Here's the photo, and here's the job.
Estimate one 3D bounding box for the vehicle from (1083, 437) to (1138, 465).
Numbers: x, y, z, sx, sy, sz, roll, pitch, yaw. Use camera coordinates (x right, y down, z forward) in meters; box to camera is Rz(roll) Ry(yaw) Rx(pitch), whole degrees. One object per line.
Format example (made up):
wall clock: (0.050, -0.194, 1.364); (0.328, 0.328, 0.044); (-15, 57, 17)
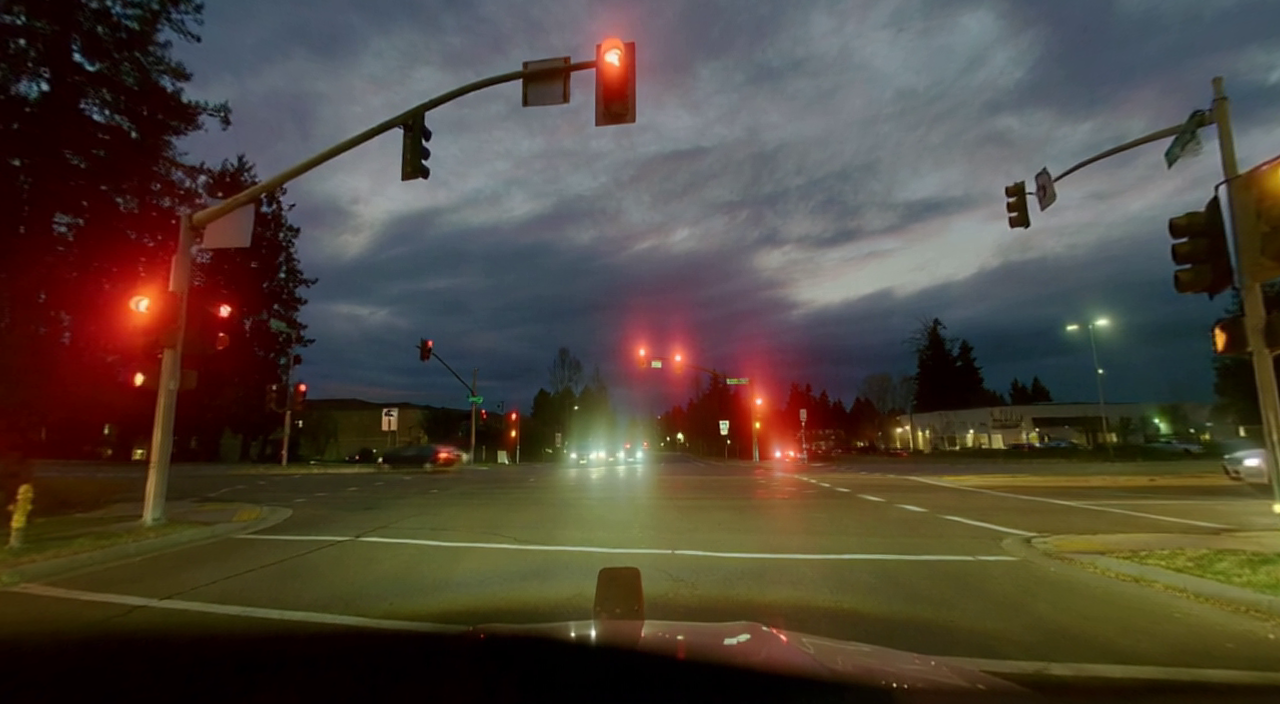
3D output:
vehicle: (26.958, 5.658, 36.147); (2.092, 1.474, 4.046); (-8, -11, 40)

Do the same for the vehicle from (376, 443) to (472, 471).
vehicle: (-11.763, 5.717, 34.454); (4.628, 1.414, 1.897); (-3, -9, 16)

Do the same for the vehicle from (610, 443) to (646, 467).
vehicle: (-0.865, 6.827, 41.985); (2.056, 1.492, 3.937); (1, -9, -6)

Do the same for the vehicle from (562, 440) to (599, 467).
vehicle: (-4.120, 7.101, 44.276); (2.251, 1.756, 4.610); (0, -9, -2)
